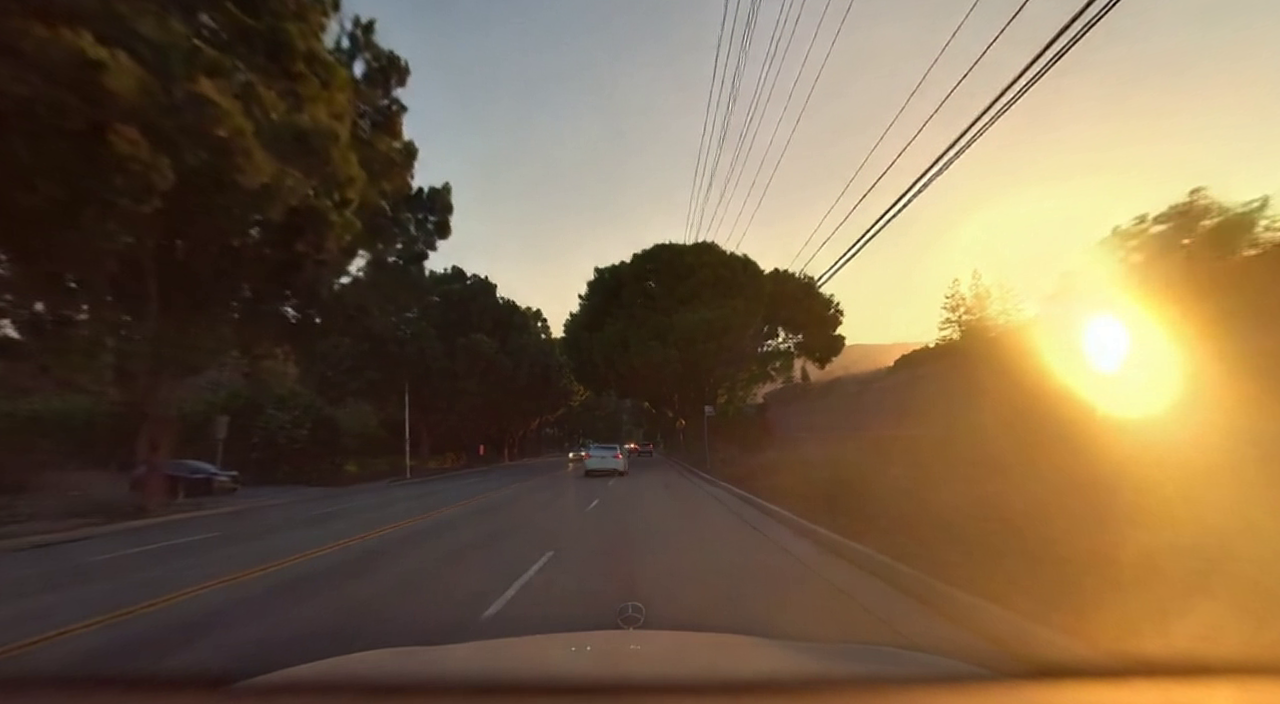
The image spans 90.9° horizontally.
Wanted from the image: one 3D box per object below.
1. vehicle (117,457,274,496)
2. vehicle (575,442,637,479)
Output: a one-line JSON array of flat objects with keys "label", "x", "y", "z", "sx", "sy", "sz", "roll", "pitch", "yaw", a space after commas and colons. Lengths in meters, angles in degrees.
[{"label": "vehicle", "x": -18.053, "y": 5.070, "z": 25.781, "sx": 4.916, "sy": 1.474, "sz": 2.008, "roll": 0, "pitch": -9, "yaw": 1}, {"label": "vehicle", "x": -1.361, "y": 4.624, "z": 27.059, "sx": 2.153, "sy": 1.461, "sz": 4.374, "roll": -1, "pitch": -9, "yaw": 3}]
